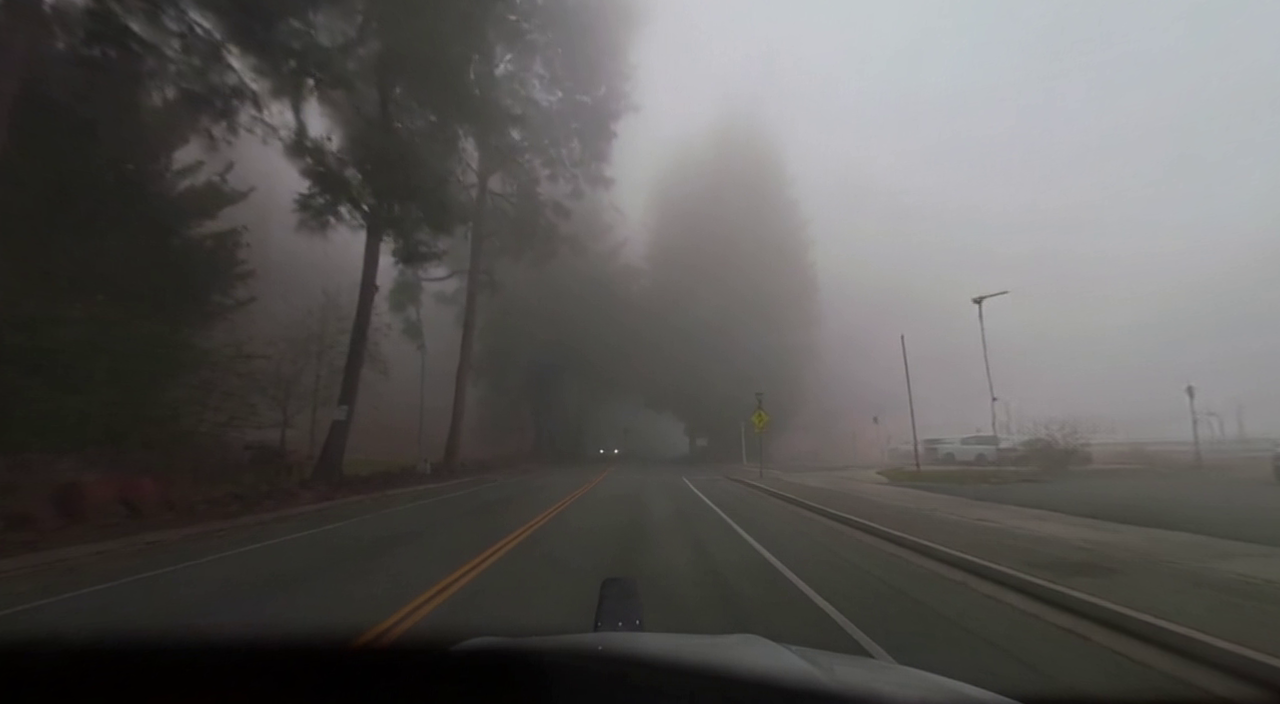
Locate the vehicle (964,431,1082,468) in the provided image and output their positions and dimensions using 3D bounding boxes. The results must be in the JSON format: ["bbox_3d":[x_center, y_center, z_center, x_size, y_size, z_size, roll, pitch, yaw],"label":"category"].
[{"bbox_3d":[17.541,4.476,29.059,4.134,1.580,1.952,0,-9,-3],"label":"vehicle"}]

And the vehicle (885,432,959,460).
[{"bbox_3d":[21.584,7.223,48.501,4.593,1.776,2.094,-5,-9,1],"label":"vehicle"}]
